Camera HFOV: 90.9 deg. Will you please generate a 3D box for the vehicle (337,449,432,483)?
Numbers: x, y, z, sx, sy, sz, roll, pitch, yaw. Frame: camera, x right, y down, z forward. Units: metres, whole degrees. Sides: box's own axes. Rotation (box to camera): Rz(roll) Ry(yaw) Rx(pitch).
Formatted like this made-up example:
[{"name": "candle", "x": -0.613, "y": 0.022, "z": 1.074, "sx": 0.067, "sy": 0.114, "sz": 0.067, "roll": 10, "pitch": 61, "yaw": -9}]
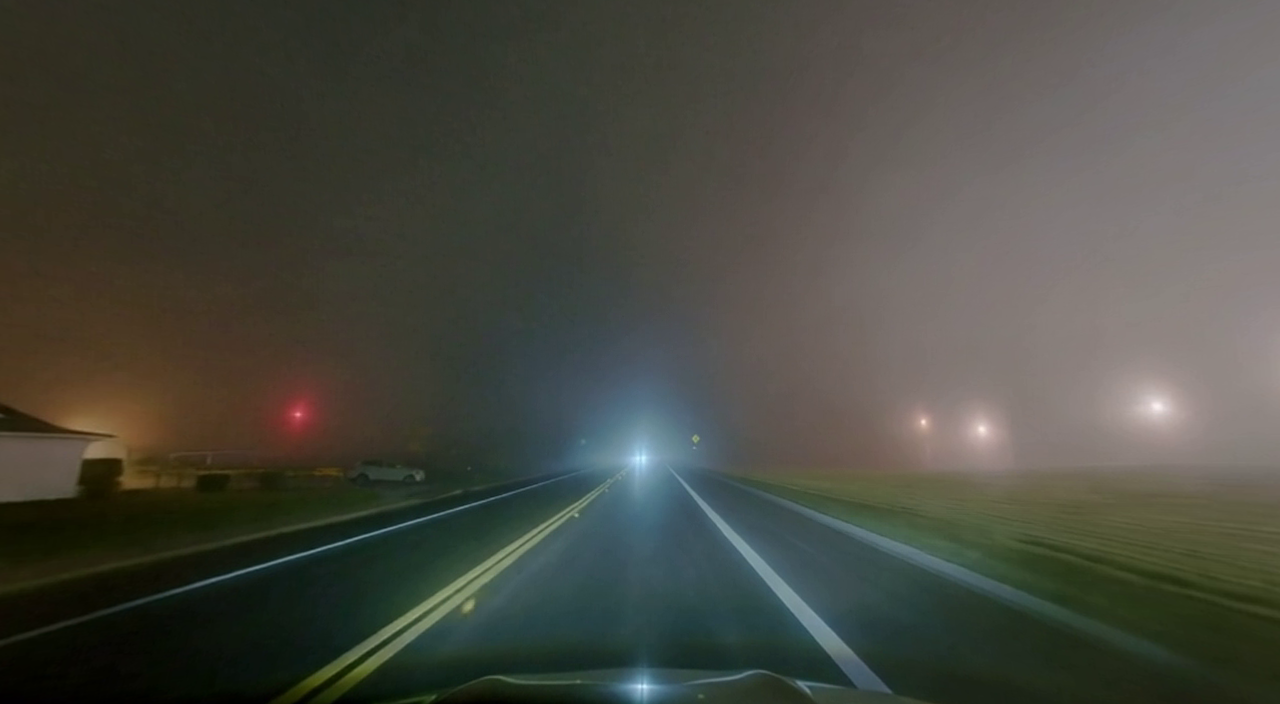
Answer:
[{"name": "vehicle", "x": -13.572, "y": 6.033, "z": 33.573, "sx": 4.310, "sy": 1.723, "sz": 1.915, "roll": -2, "pitch": -8, "yaw": 14}]
